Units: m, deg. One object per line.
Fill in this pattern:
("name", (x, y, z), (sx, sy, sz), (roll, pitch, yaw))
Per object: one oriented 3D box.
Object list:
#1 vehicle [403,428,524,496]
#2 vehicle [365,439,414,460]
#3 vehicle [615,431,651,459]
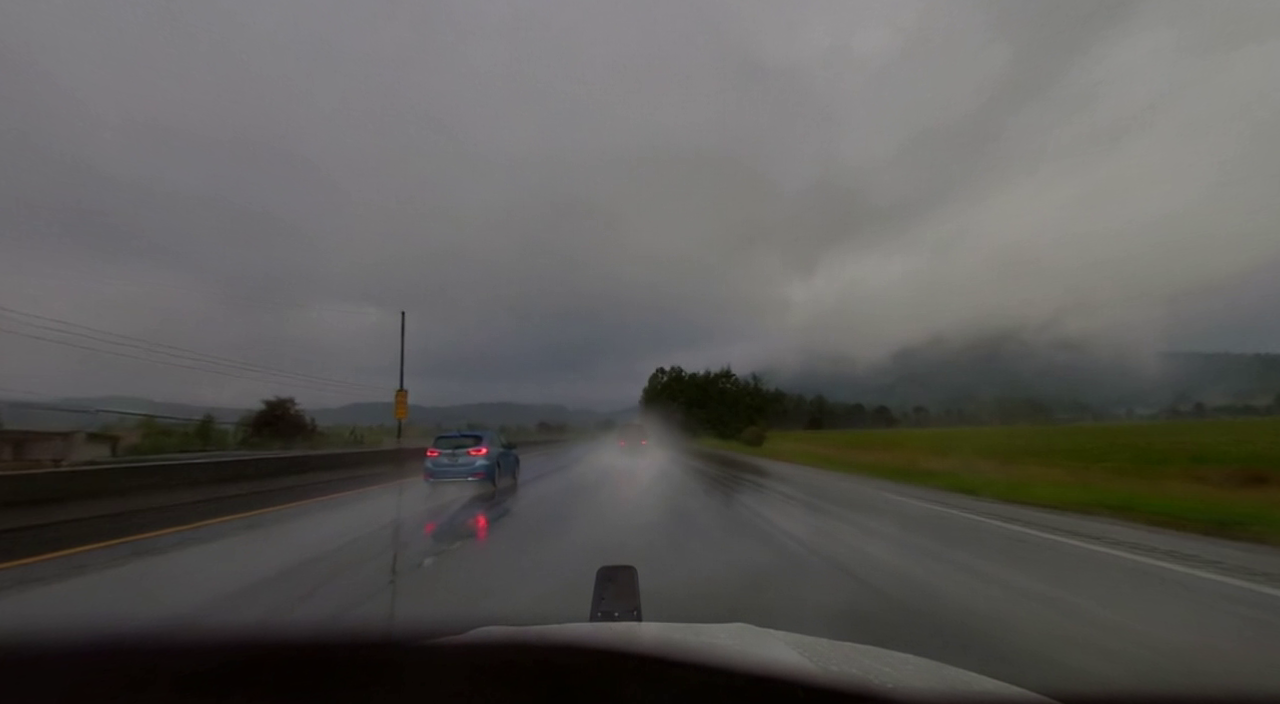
("vehicle", (-4.317, 2.735, 16.139), (1.931, 1.483, 4.105), (0, -8, 0))
("vehicle", (-19.537, 7.592, 49.342), (1.975, 1.534, 4.443), (0, -8, 1))
("vehicle", (-0.449, 5.792, 39.435), (2.162, 1.616, 4.242), (0, -8, -1))
